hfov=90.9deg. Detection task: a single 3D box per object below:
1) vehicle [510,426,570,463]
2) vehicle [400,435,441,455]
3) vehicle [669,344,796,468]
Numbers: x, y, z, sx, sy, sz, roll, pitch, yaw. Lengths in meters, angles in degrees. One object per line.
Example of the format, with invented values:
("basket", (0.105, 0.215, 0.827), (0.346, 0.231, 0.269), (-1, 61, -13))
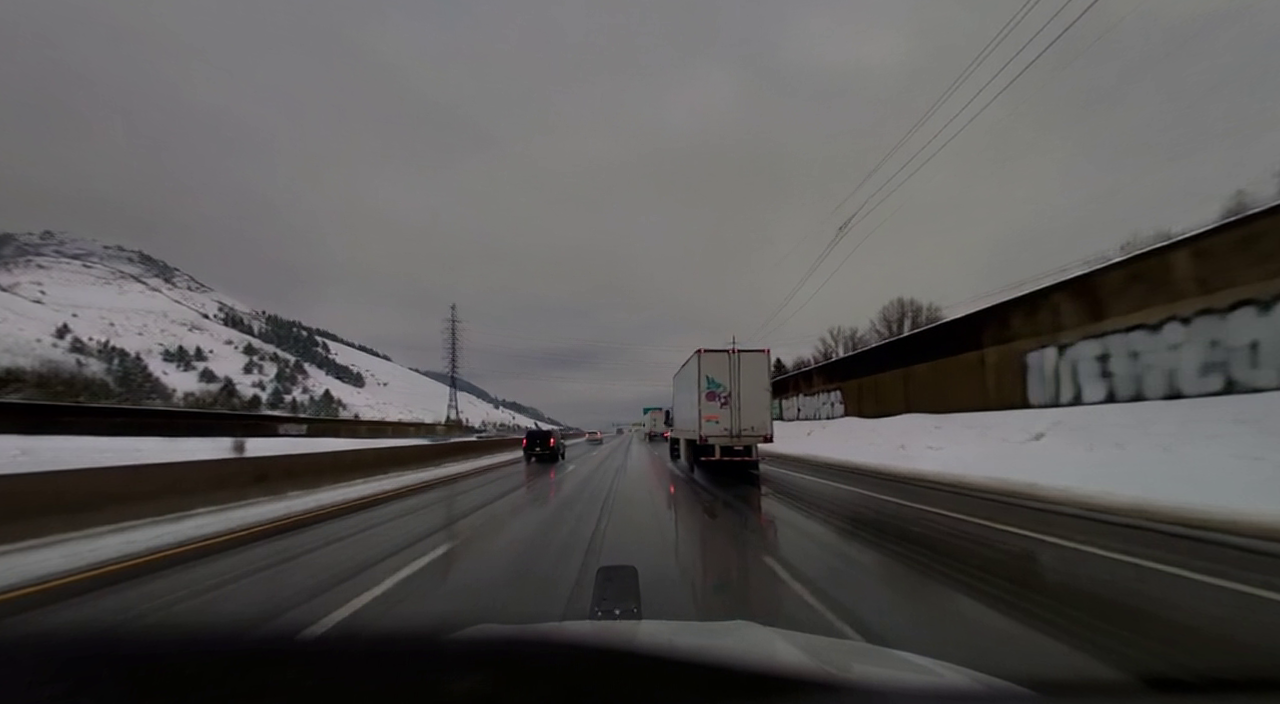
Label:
("vehicle", (-4.319, 4.070, 27.885), (1.965, 1.486, 4.448), (0, -8, -1))
("vehicle", (-16.139, 6.848, 46.456), (1.642, 1.416, 3.639), (0, -8, 1))
("vehicle", (3.112, 2.396, 25.115), (3.060, 3.842, 11.095), (0, -8, -2))
